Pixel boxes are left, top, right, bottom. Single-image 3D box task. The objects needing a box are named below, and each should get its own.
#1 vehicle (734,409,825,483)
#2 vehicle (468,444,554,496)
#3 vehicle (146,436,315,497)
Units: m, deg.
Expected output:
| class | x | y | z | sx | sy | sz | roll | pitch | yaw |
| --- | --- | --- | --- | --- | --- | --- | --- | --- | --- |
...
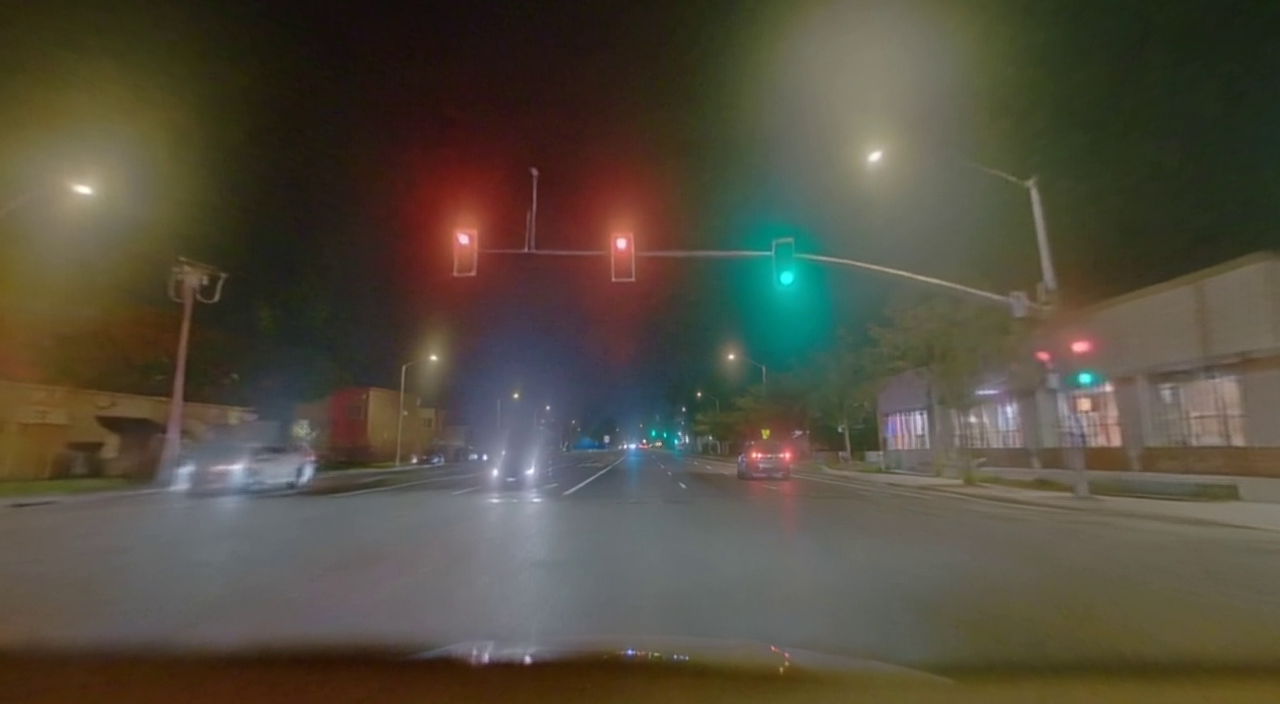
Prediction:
| class | x | y | z | sx | sy | sz | roll | pitch | yaw |
| --- | --- | --- | --- | --- | --- | --- | --- | --- | --- |
| vehicle | 6.728 | 4.725 | 31.594 | 2.802 | 3.208 | 7.459 | 0 | -9 | 0 |
| vehicle | -4.262 | 3.937 | 21.523 | 2.003 | 1.539 | 4.396 | -1 | -8 | 1 |
| vehicle | -14.867 | 4.173 | 23.474 | 2.292 | 1.955 | 5.882 | 0 | -9 | 0 |
